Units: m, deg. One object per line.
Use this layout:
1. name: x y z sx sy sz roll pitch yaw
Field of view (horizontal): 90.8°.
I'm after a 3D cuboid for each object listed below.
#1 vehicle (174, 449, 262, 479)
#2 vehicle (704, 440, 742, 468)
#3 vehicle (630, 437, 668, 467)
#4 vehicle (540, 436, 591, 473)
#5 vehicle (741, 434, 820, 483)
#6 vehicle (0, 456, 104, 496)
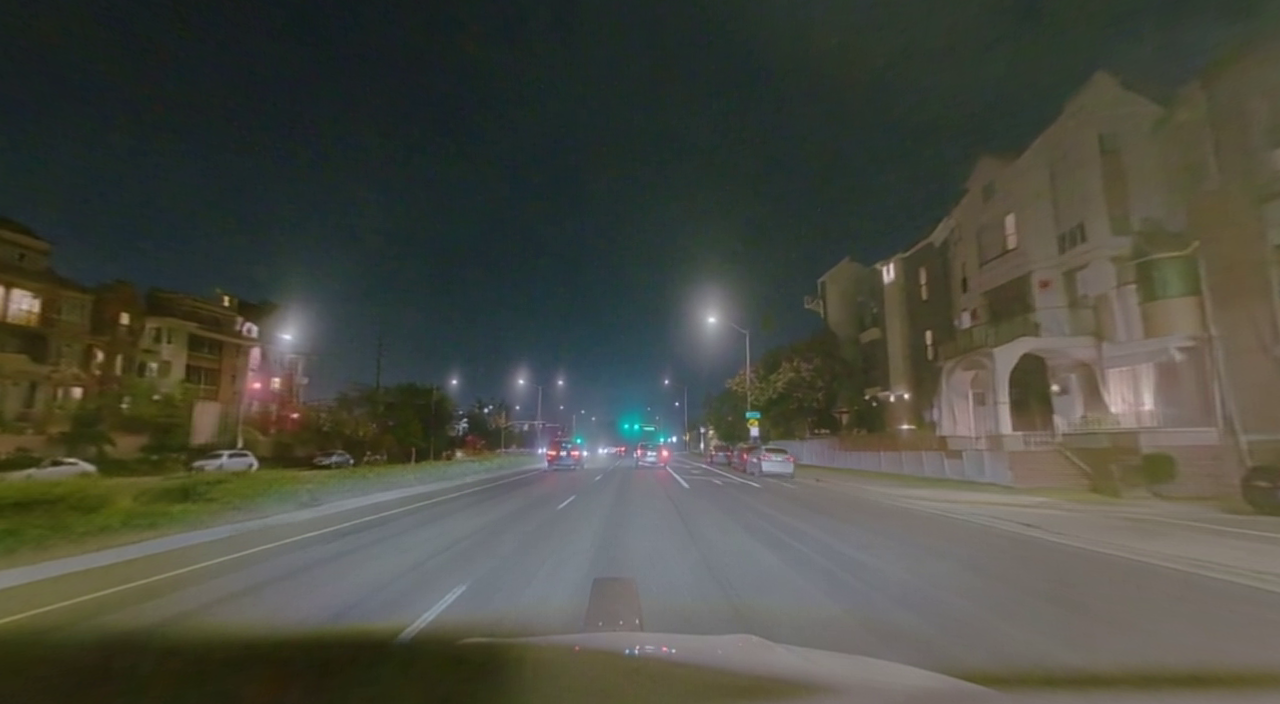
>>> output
1. vehicle: -25.910 6.866 39.004 2.018 1.721 4.735 -1 -9 2
2. vehicle: 5.530 6.889 42.736 2.020 1.762 4.559 0 -9 1
3. vehicle: 0.535 6.534 41.438 2.273 1.851 5.075 0 -9 -1
4. vehicle: -3.881 5.466 33.833 2.233 1.775 4.491 0 -9 0
5. vehicle: 5.720 4.422 26.407 2.154 1.824 4.782 0 -9 -1
6. vehicle: -25.721 5.192 26.809 1.839 1.463 4.705 0 -9 -1
